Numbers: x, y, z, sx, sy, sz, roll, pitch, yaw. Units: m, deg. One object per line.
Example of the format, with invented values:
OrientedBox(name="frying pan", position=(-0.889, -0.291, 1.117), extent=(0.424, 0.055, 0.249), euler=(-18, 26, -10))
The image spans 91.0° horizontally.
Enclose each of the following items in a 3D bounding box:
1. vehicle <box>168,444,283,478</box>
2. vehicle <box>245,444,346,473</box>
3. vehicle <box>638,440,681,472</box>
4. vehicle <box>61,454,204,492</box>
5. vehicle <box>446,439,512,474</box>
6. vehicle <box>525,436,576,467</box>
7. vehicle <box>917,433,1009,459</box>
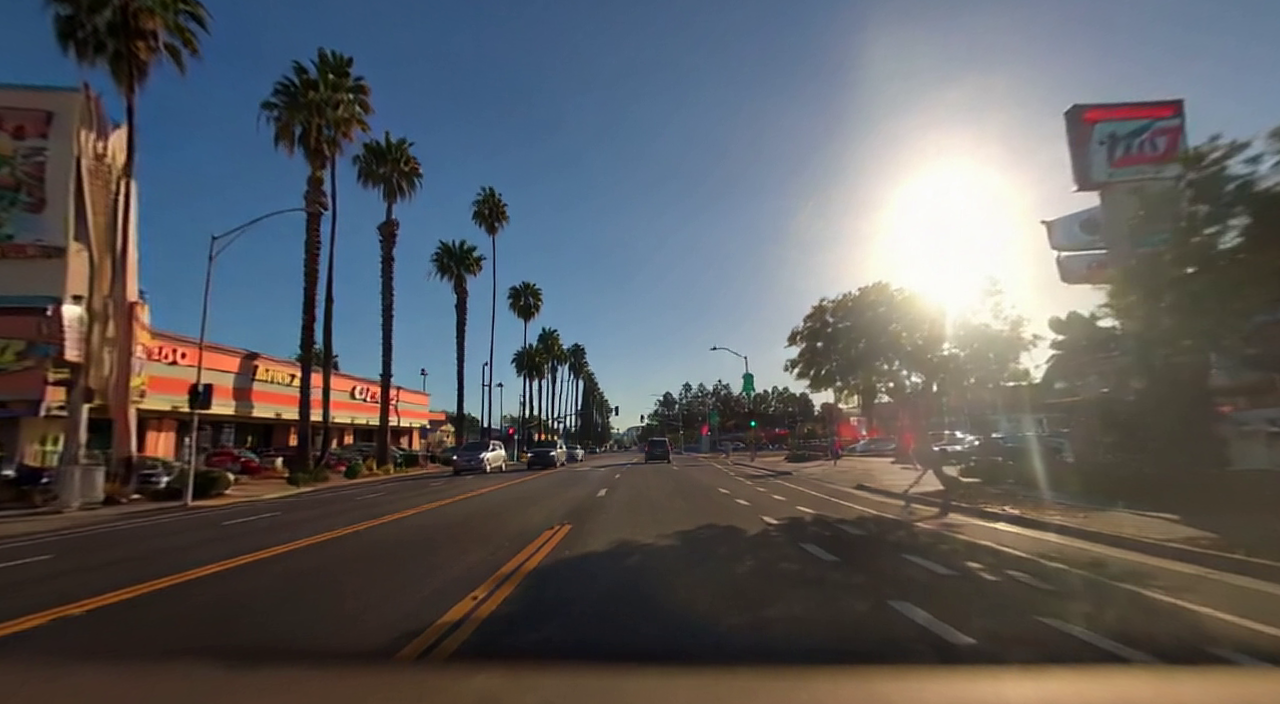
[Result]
OrientedBox(name="vehicle", position=(-21.750, 5.735, 33.146), extent=(4.498, 1.729, 2.102), euler=(0, -9, 0))
OrientedBox(name="vehicle", position=(-21.413, 6.655, 39.282), extent=(5.050, 1.758, 2.134), euler=(0, -9, 2))
OrientedBox(name="vehicle", position=(0.948, 5.315, 32.418), extent=(2.065, 1.507, 4.225), euler=(0, -9, 1))
OrientedBox(name="vehicle", position=(-21.814, 5.211, 27.195), extent=(4.552, 1.389, 1.779), euler=(-2, -11, -2))
OrientedBox(name="vehicle", position=(-9.793, 6.394, 38.841), extent=(2.328, 1.976, 5.915), euler=(0, -8, 2))
OrientedBox(name="vehicle", position=(-5.962, 6.730, 42.698), extent=(2.551, 1.995, 5.615), euler=(0, -9, 1))
OrientedBox(name="vehicle", position=(18.098, 5.302, 35.403), extent=(4.140, 1.422, 1.869), euler=(0, -9, -2))
